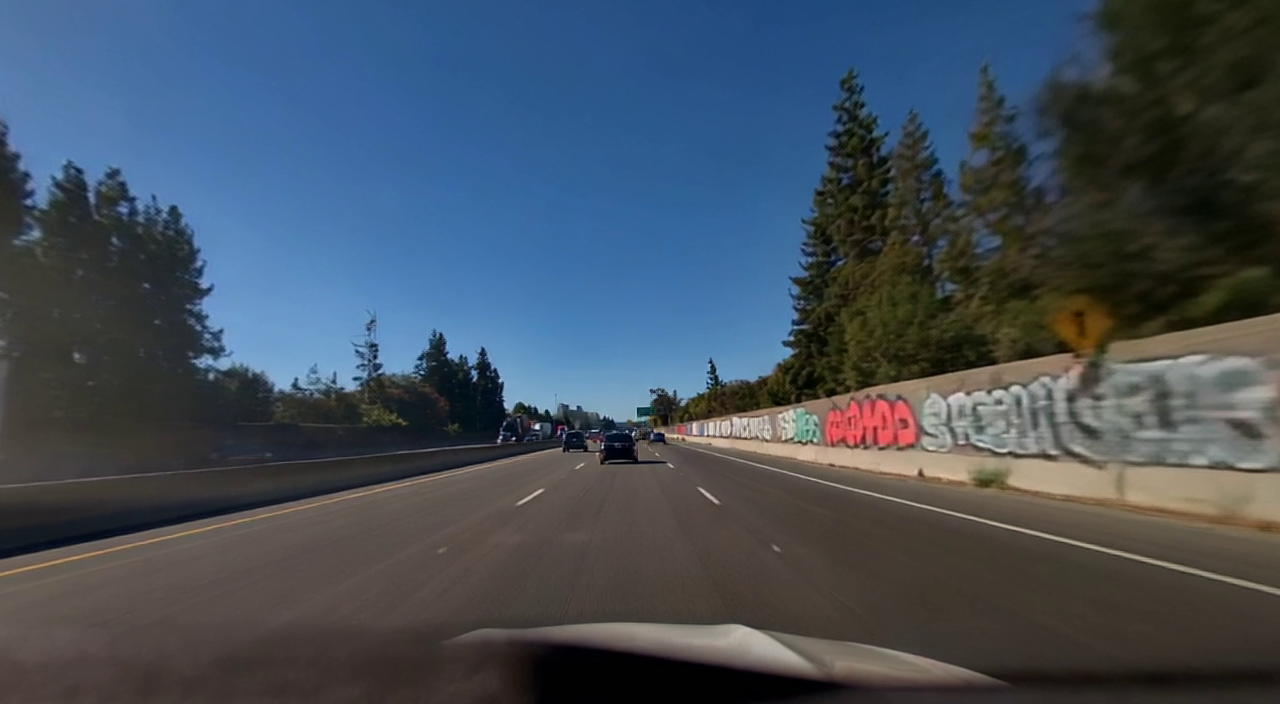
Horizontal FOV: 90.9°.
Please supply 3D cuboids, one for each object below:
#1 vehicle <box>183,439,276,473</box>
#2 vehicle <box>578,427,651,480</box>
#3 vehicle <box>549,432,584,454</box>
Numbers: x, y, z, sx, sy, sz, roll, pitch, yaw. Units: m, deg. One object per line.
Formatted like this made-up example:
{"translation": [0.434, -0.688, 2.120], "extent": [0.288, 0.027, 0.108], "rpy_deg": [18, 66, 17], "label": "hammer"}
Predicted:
{"translation": [-21.598, 5.444, 33.380], "extent": [2.006, 1.636, 4.407], "rpy_deg": [0, -8, -2], "label": "vehicle"}
{"translation": [-0.736, 3.101, 19.490], "extent": [2.044, 1.477, 3.693], "rpy_deg": [0, -8, -1], "label": "vehicle"}
{"translation": [-5.115, 6.385, 44.345], "extent": [2.022, 1.440, 4.491], "rpy_deg": [0, -8, -1], "label": "vehicle"}
